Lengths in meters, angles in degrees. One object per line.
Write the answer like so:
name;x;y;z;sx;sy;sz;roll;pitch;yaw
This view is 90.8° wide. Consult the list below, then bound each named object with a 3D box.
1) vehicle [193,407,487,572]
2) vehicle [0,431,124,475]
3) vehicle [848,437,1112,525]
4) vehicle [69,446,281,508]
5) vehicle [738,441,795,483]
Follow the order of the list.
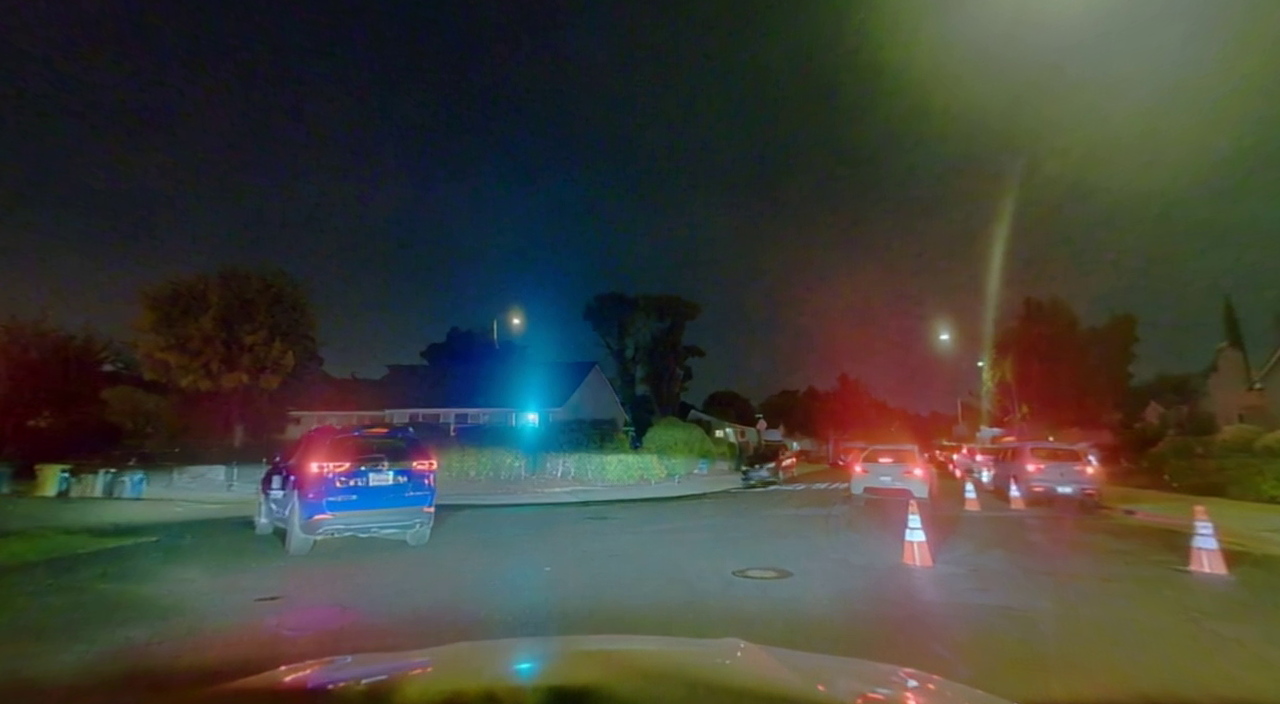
vehicle;-4.399;1.807;9.070;4.094;1.748;2.350;-8;-11;42
vehicle;-27.169;4.699;29.618;1.908;1.898;4.120;-2;-9;14
vehicle;7.172;2.651;13.551;4.656;1.577;2.099;1;-8;-13
vehicle;-12.807;3.377;17.466;5.022;1.497;1.996;-3;-9;17
vehicle;5.875;4.996;28.935;2.014;1.742;4.297;-3;-9;18
